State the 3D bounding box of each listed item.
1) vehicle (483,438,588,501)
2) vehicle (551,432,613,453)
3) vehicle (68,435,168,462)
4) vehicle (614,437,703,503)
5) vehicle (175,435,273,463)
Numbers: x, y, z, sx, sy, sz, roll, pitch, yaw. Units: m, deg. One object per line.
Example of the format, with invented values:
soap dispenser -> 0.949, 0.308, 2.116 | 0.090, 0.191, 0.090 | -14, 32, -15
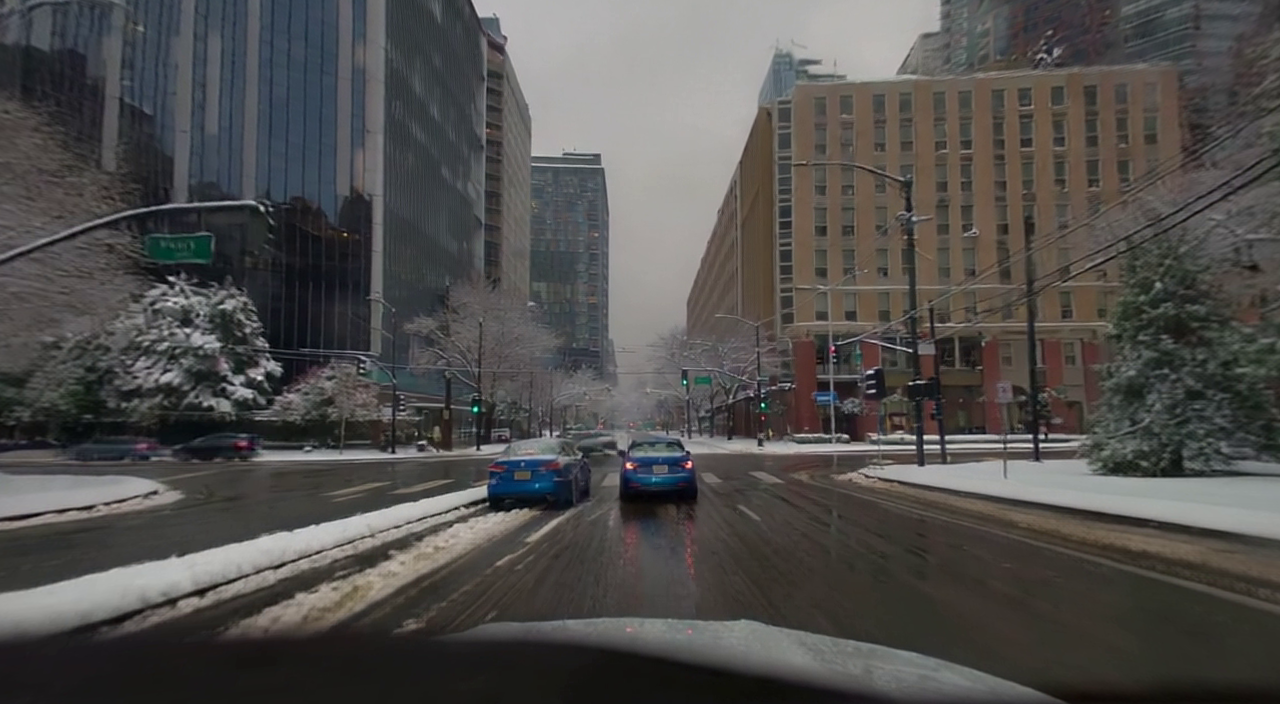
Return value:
vehicle -> -2.683, 3.159, 17.393 | 1.995, 1.479, 4.627 | 0, -9, 1
vehicle -> -4.408, 6.827, 47.763 | 4.533, 1.520, 1.887 | 1, -9, -9
vehicle -> -34.448, 6.392, 41.864 | 4.410, 1.656, 2.302 | 2, -9, -12
vehicle -> 0.429, 2.972, 16.306 | 2.016, 1.478, 3.795 | 0, -9, 0
vehicle -> -26.298, 6.142, 40.111 | 4.694, 1.677, 1.847 | 2, -9, -13
